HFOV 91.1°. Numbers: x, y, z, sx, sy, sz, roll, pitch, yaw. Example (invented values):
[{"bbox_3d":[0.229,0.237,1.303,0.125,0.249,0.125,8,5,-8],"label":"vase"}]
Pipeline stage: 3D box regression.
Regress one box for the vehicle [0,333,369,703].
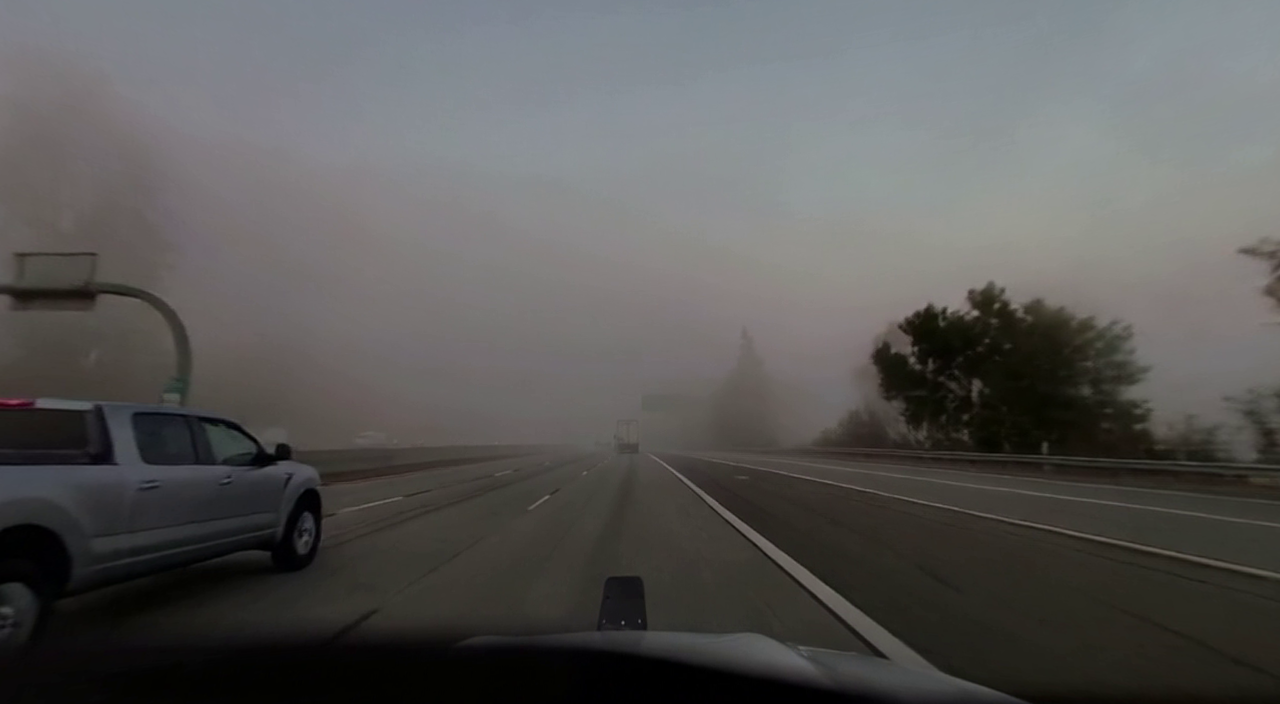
[{"bbox_3d":[-4.139,0.973,4.224,2.316,1.731,5.126,0,-8,0],"label":"vehicle"}]
